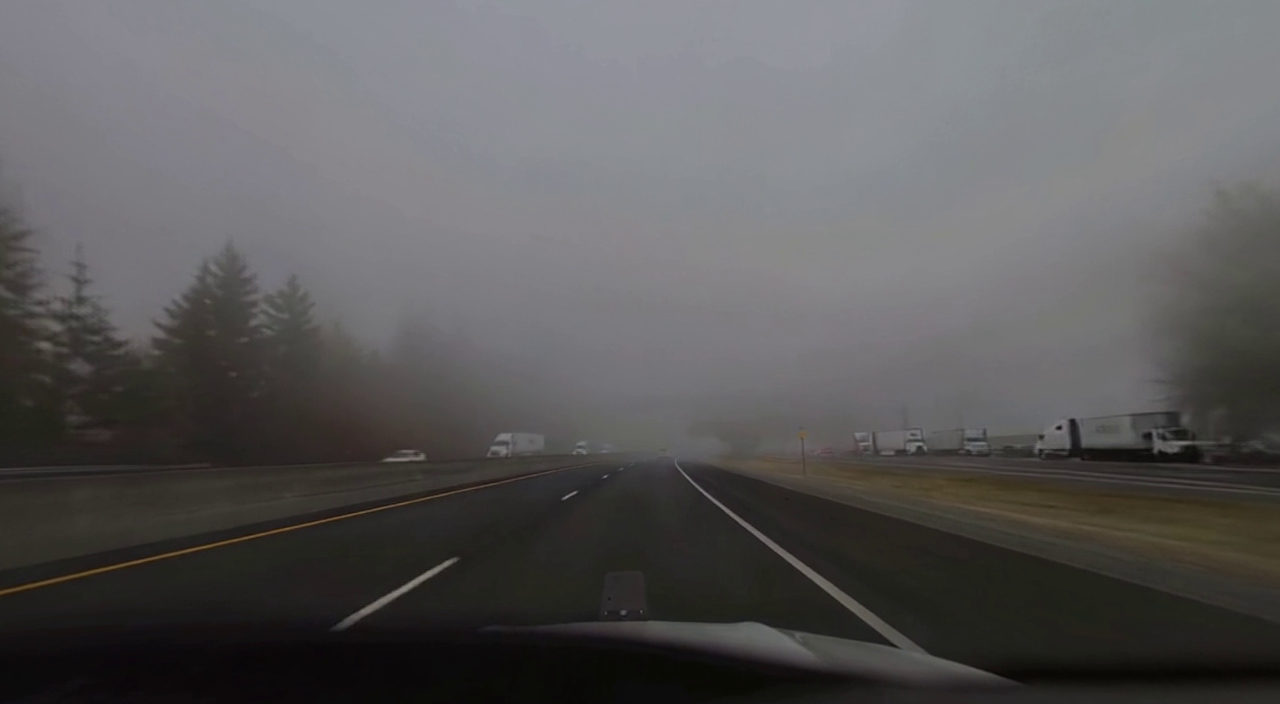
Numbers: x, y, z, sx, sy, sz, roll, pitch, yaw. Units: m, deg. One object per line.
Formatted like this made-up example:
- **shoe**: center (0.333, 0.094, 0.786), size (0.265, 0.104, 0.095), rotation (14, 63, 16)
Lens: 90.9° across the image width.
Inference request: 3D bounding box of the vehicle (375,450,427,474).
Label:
- **vehicle**: center (-15.435, 7.090, 40.857), size (1.762, 1.467, 3.614), rotation (-1, -9, 3)

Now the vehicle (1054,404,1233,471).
- **vehicle**: center (37.428, 6.725, 48.168), size (2.915, 4.160, 14.848), rotation (-5, -10, 7)
